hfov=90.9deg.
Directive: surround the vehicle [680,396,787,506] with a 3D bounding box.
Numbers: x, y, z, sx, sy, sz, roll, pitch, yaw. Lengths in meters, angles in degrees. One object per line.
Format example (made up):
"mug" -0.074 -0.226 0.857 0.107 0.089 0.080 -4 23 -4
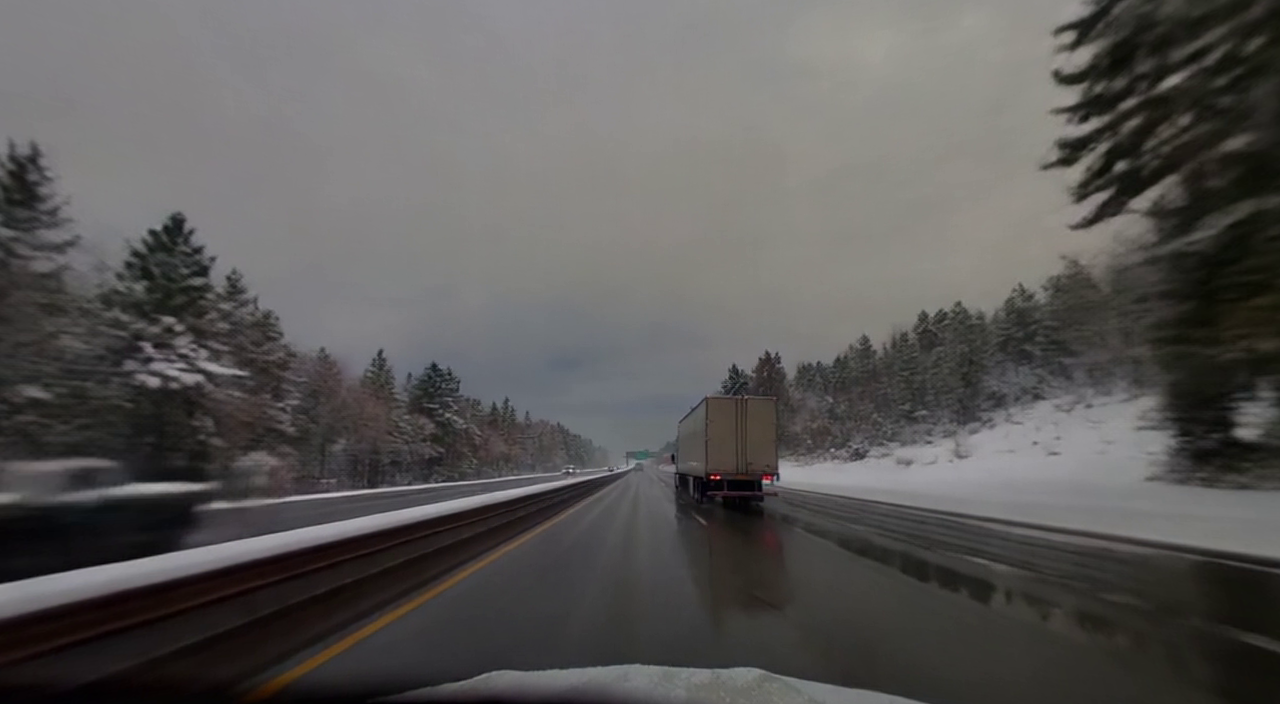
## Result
"vehicle" 3.957 4.958 30.650 3.204 4.102 13.306 1 -10 0
